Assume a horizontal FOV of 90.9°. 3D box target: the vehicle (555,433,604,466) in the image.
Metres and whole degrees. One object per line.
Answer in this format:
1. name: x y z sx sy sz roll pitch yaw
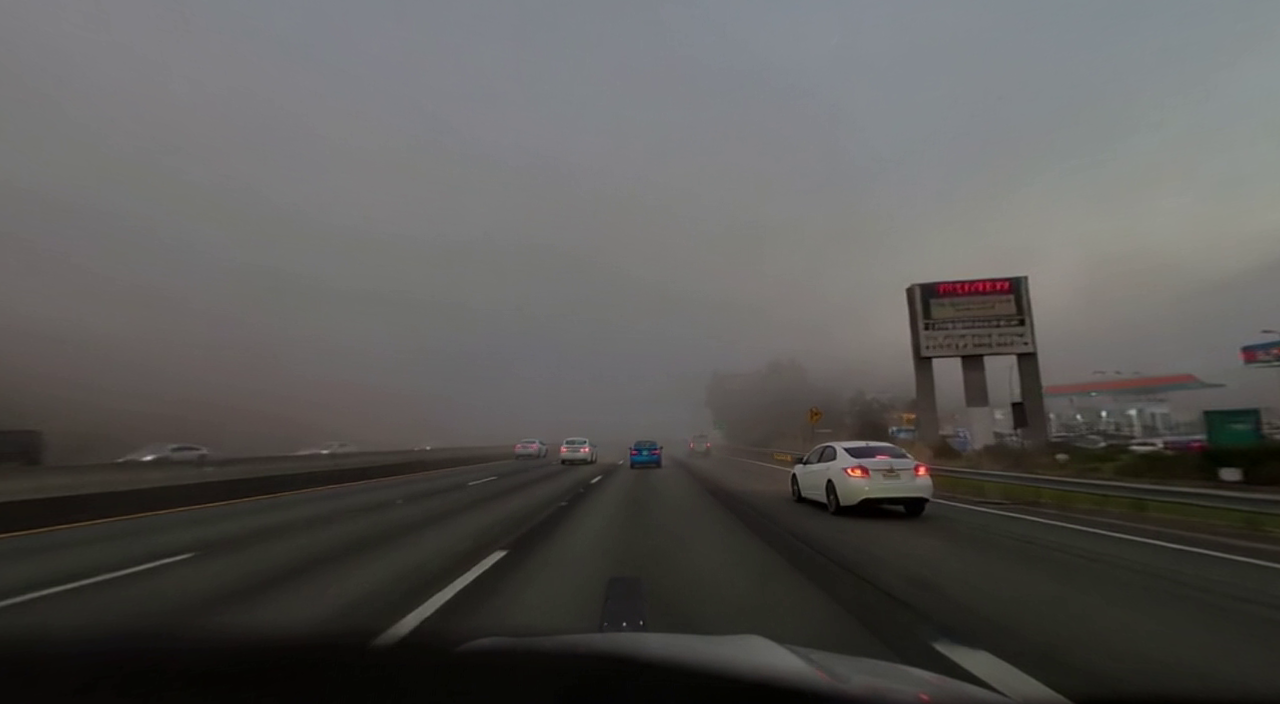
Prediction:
1. vehicle: -3.095 5.108 33.300 1.927 1.586 5.142 0 -8 2

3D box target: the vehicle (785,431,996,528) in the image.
1. vehicle: 4.253 2.230 11.654 2.030 1.442 4.358 0 -8 -1

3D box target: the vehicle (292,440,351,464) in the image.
1. vehicle: -21.315 6.708 42.381 1.850 1.494 4.040 0 -8 1

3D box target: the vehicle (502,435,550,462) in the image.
1. vehicle: -6.753 5.791 37.832 1.932 1.497 4.458 0 -8 2

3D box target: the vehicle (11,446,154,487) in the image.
1. vehicle: -21.541 4.407 24.637 1.830 1.432 4.076 0 -8 1

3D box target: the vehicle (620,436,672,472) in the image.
1. vehicle: 0.260 4.419 27.530 2.113 1.464 4.073 0 -8 1

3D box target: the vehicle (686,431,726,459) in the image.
1. vehicle: 4.569 6.550 44.418 2.261 1.781 4.709 0 -8 0
